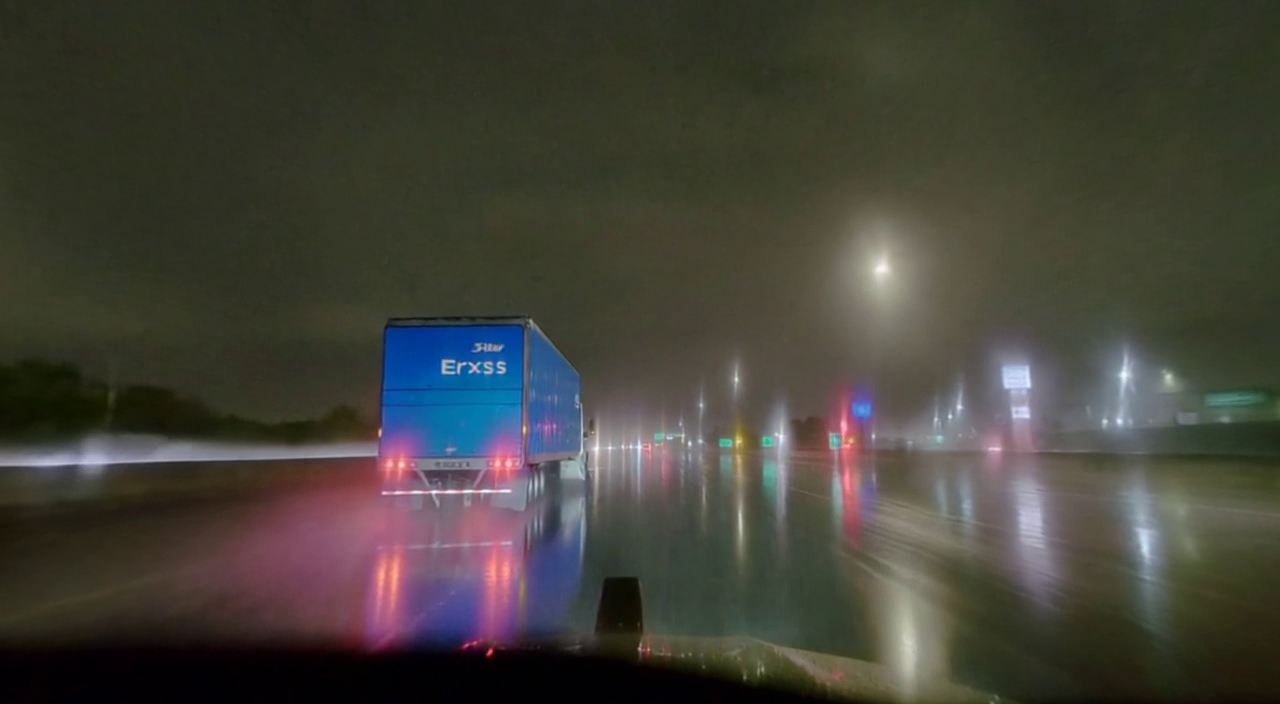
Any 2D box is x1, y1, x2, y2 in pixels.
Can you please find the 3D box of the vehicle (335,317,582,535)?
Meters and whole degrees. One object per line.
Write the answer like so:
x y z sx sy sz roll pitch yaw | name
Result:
-3.239 1.783 14.196 2.922 3.458 8.360 0 -9 1 | vehicle
